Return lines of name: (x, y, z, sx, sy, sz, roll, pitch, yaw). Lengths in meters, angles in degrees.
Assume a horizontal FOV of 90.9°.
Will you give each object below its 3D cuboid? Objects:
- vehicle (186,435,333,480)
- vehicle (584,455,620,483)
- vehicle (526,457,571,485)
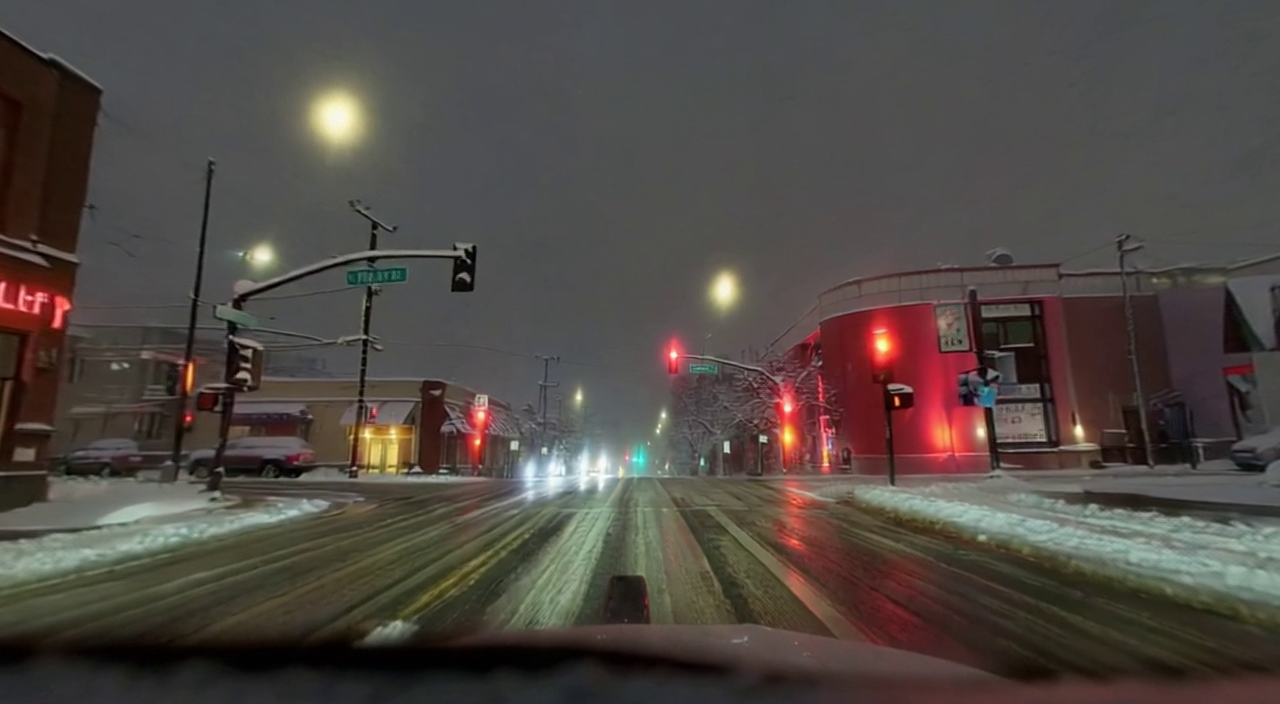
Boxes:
vehicle: (-17.668, 4.900, 29.476, 5.376, 1.994, 2.196, 0, -8, 1)
vehicle: (-2.413, 7.613, 41.177, 1.981, 1.625, 4.399, 0, -8, 1)
vehicle: (-5.902, 7.735, 41.197, 2.167, 1.643, 4.518, -1, -8, 2)
